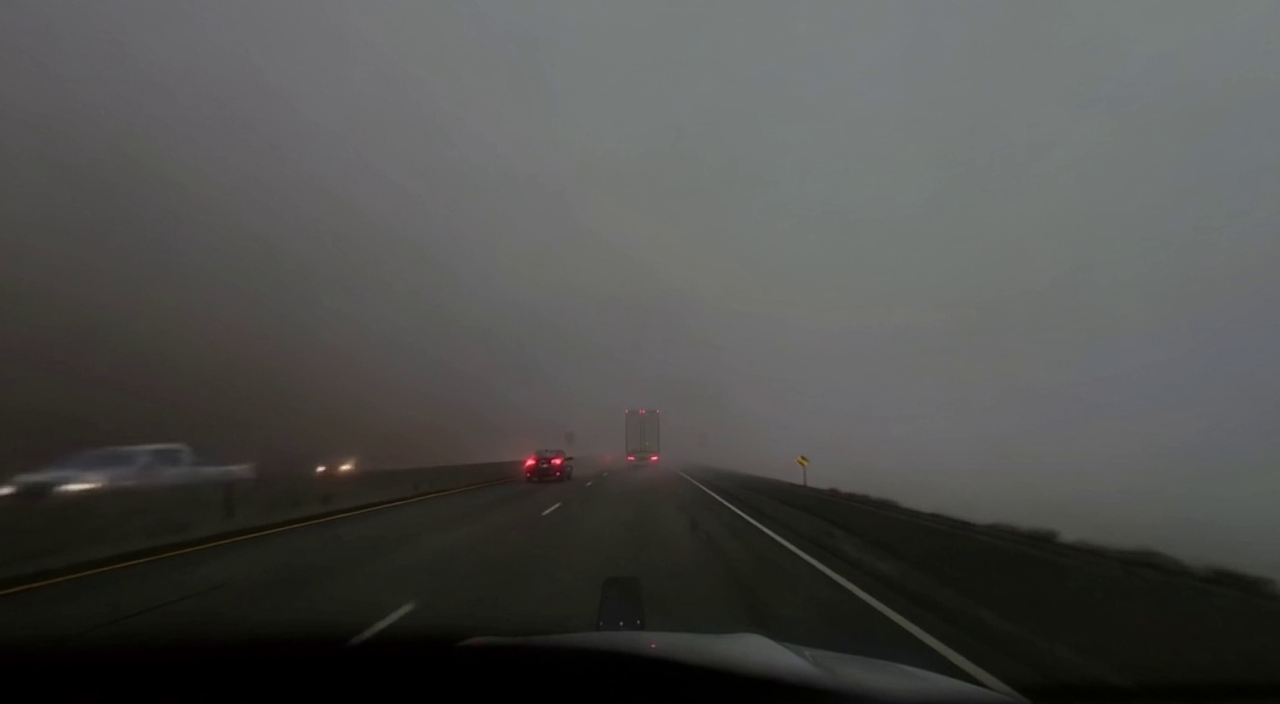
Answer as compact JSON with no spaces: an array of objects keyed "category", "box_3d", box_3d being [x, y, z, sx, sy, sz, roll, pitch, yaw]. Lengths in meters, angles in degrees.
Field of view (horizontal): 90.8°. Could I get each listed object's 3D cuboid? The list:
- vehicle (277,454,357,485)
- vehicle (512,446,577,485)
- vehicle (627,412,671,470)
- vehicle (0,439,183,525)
[{"category":"vehicle","box_3d":[-16.602,6.034,32.669,1.738,1.456,4.504,0,-9,0]},{"category":"vehicle","box_3d":[-4.021,4.868,27.347,2.053,1.523,4.450,0,-9,0]},{"category":"vehicle","box_3d":[0.483,6.658,46.863,2.864,3.805,9.500,0,-9,-2]},{"category":"vehicle","box_3d":[-12.495,2.697,13.603,1.944,1.532,4.382,0,-9,0]}]
